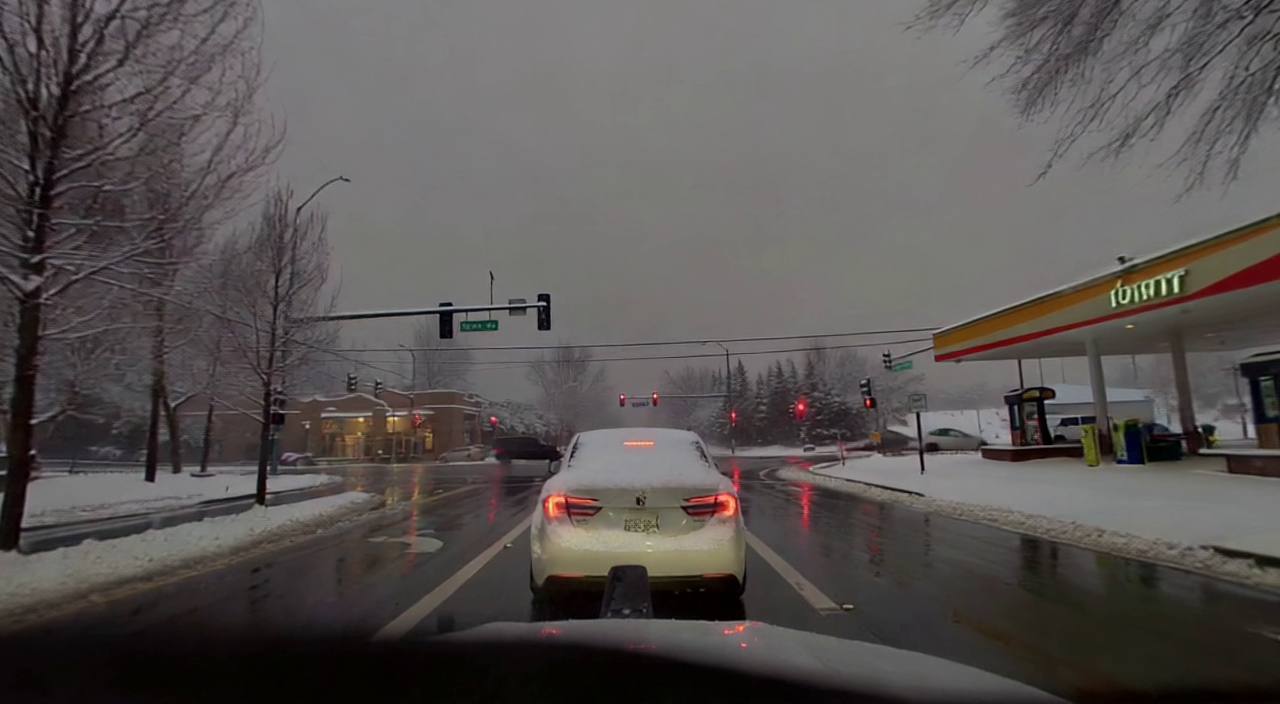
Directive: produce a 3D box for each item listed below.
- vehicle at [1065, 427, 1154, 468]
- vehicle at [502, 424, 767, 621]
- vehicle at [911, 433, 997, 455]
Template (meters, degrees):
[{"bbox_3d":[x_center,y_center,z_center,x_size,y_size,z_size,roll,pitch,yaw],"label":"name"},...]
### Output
[{"bbox_3d":[18.577,3.756,24.885,4.091,1.495,2.053,8,-12,-44],"label":"vehicle"},{"bbox_3d":[-0.043,1.600,6.901,2.010,1.482,4.057,0,-8,0],"label":"vehicle"},{"bbox_3d":[21.553,6.365,43.405,4.813,1.455,1.889,-1,-8,3],"label":"vehicle"}]
